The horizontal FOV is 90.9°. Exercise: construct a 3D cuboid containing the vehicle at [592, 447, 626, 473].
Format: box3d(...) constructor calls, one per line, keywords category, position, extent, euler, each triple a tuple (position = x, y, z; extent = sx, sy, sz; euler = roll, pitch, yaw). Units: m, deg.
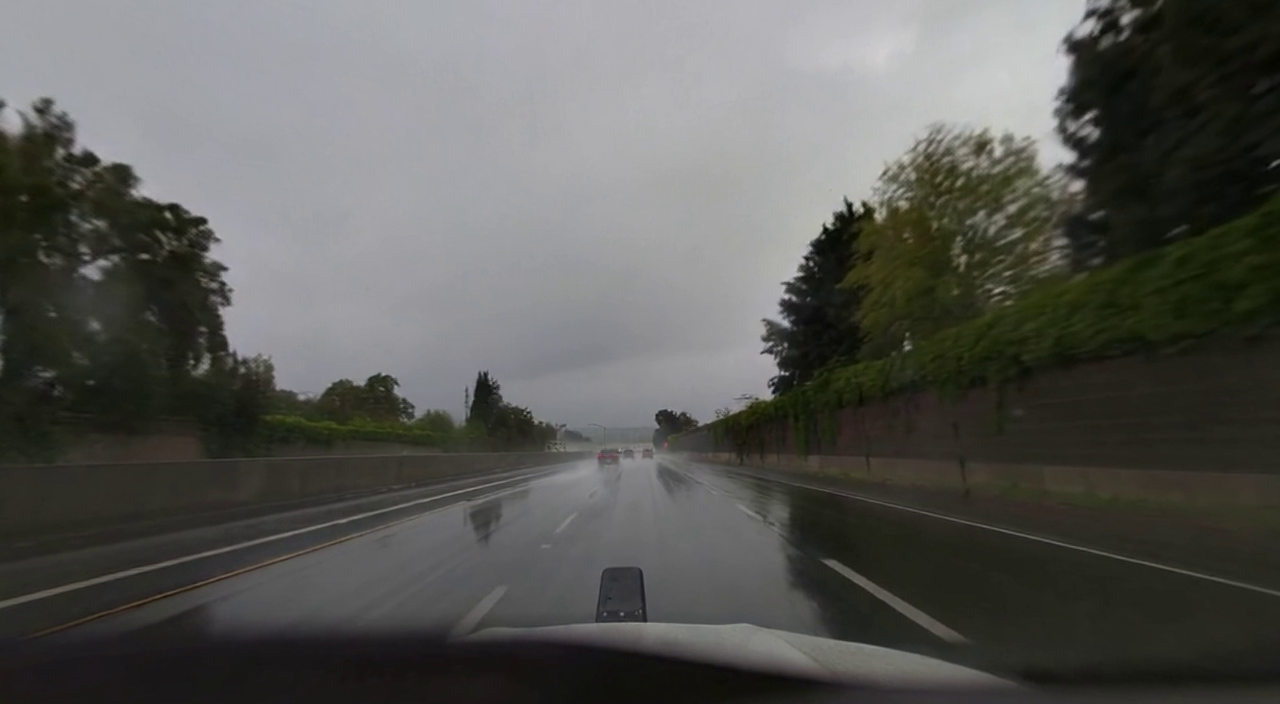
box3d(category="vehicle", position=(-1.924, 6.799, 39.864), extent=(1.873, 1.529, 3.953), euler=(0, -9, 1))
